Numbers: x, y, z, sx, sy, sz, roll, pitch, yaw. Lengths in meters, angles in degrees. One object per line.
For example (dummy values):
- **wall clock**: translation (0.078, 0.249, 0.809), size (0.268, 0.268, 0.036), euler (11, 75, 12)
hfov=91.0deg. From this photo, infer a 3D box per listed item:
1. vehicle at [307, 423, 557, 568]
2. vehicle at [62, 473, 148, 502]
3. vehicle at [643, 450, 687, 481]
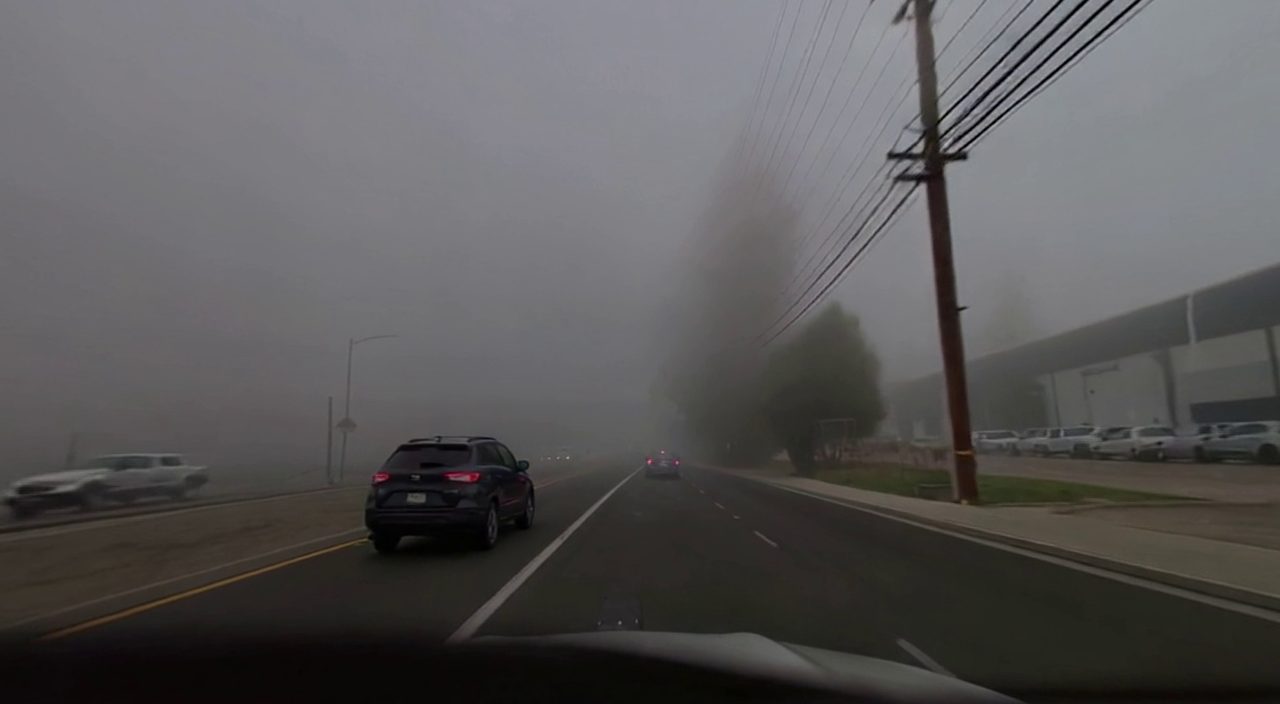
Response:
- **vehicle**: translation (-2.795, 2.073, 9.906), size (2.169, 1.679, 4.723), euler (0, -9, 2)
- **vehicle**: translation (-38.332, 9.708, 45.133), size (4.458, 1.674, 2.034), euler (-2, -5, 2)
- **vehicle**: translation (1.247, 5.925, 33.094), size (2.114, 1.492, 4.453), euler (0, -9, 1)
